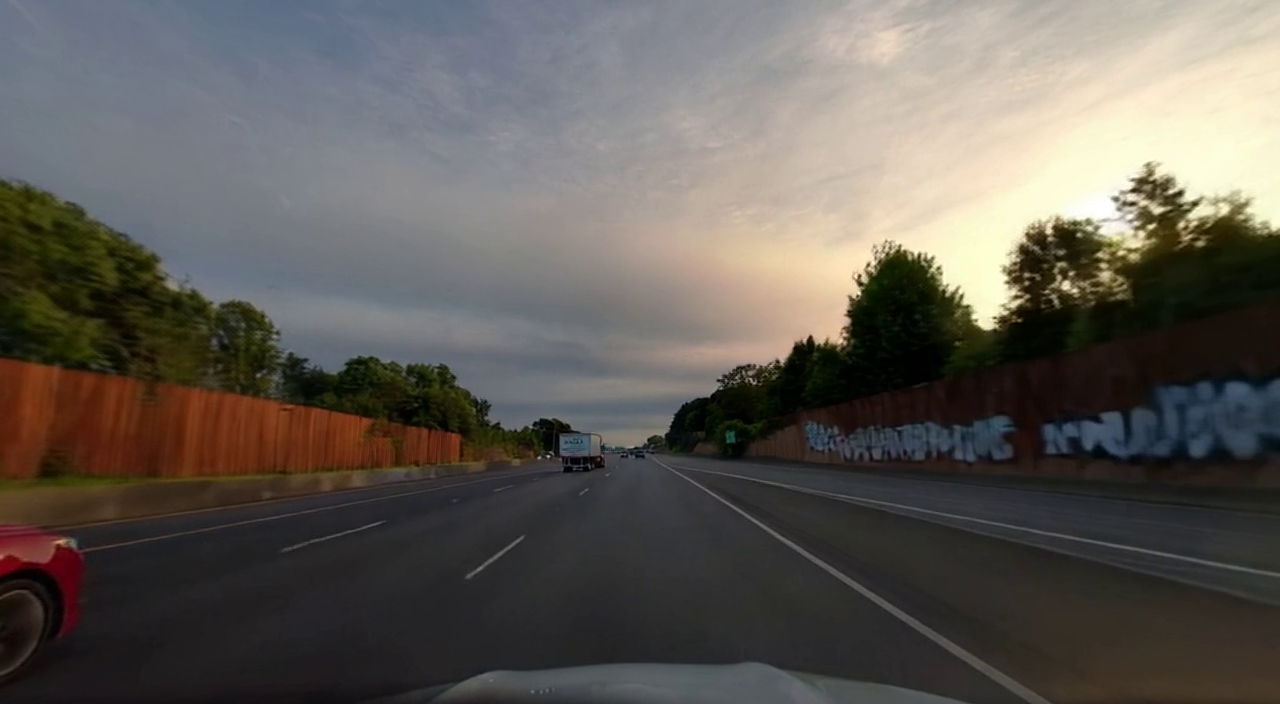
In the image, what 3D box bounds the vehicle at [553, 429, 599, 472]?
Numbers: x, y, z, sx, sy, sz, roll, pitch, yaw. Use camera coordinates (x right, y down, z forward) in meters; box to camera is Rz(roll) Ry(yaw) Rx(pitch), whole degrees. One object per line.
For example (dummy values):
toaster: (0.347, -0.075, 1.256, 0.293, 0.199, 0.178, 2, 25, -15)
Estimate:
vehicle: (-3.950, 6.232, 39.853, 2.305, 2.517, 5.486, 0, -9, 0)
